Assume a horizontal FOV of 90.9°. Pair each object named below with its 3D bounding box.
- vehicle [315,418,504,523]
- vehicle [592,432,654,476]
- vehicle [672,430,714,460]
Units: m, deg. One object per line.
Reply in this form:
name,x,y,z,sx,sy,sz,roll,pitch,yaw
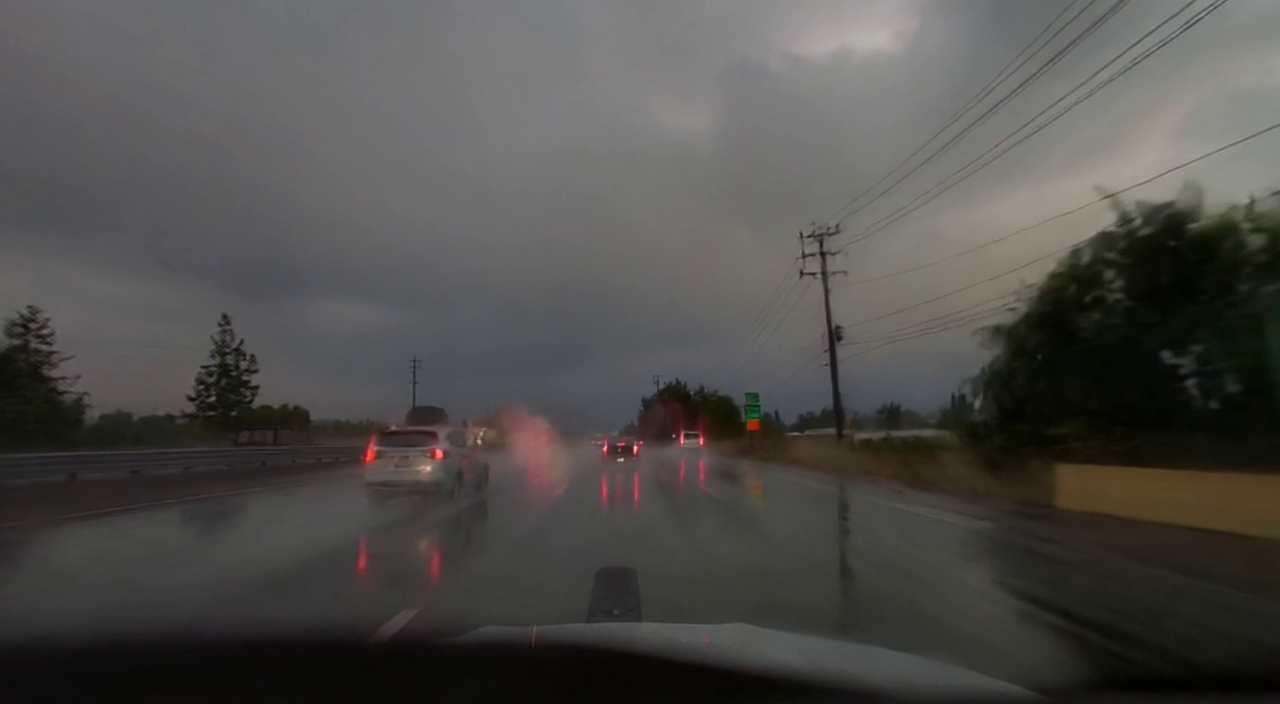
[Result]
vehicle,-4.063,2.141,12.087,1.901,1.601,4.610,0,-7,-1
vehicle,-0.602,3.676,23.079,2.086,1.488,3.440,0,-7,-1
vehicle,3.134,5.569,38.073,1.950,1.695,4.446,0,-8,-2
